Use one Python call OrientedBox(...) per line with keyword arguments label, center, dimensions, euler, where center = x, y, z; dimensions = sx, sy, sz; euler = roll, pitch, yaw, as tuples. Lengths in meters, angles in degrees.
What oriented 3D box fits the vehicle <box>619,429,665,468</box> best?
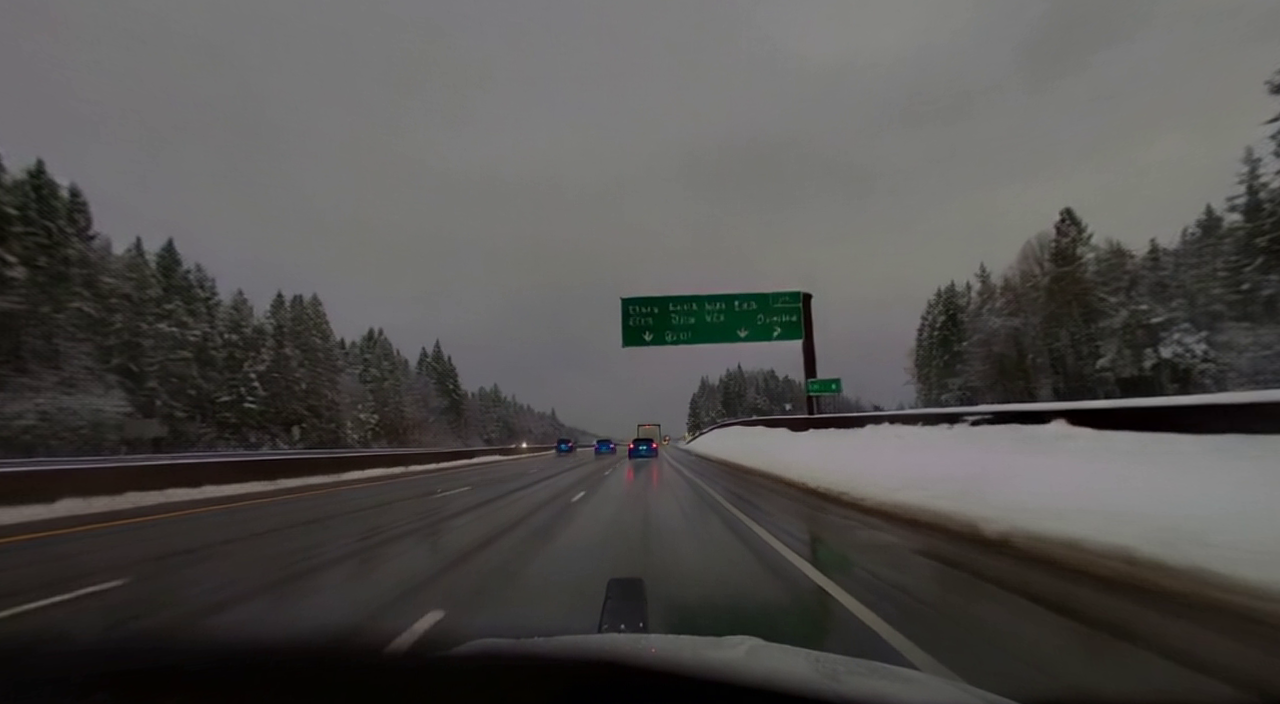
OrientedBox(label="vehicle", center=(0.133, 5.221, 34.145), dimensions=(2.309, 1.915, 5.130), euler=(-1, -8, 1))
